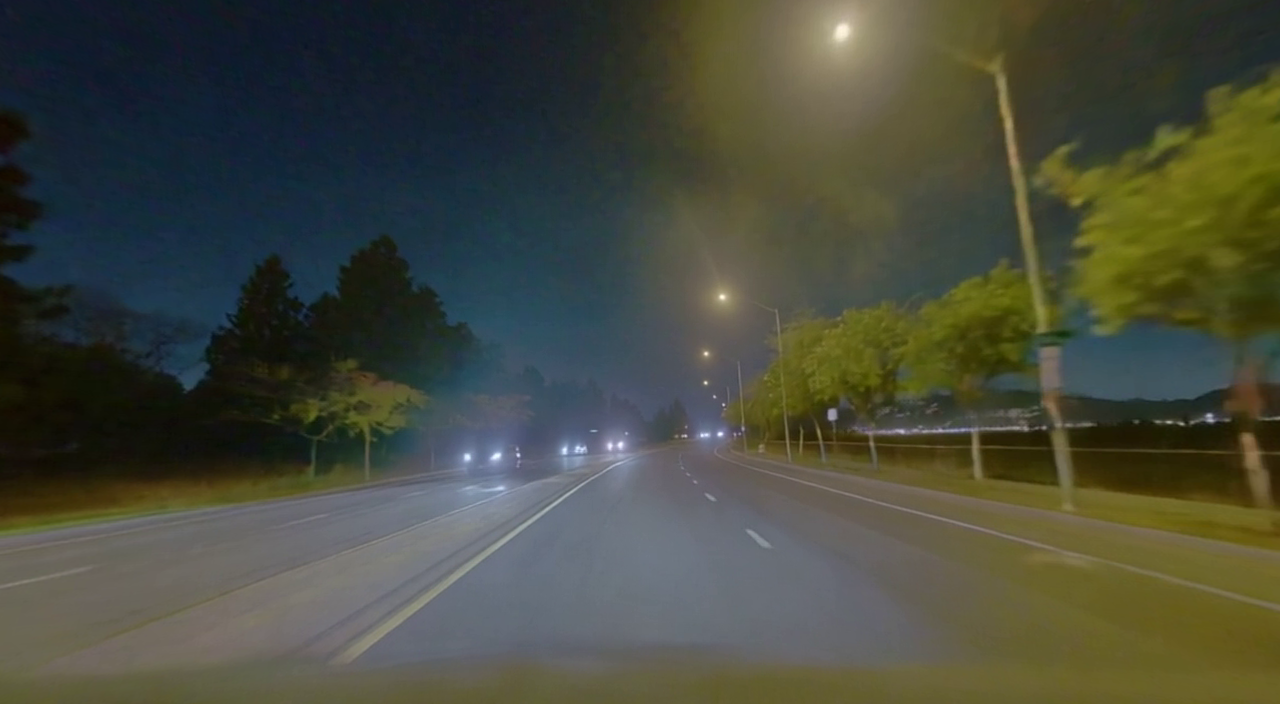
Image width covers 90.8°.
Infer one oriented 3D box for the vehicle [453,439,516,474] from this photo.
[{"bbox_3d":[-8.099,5.477,33.401,2.058,1.680,4.315,0,-8,2],"label":"vehicle"}]
